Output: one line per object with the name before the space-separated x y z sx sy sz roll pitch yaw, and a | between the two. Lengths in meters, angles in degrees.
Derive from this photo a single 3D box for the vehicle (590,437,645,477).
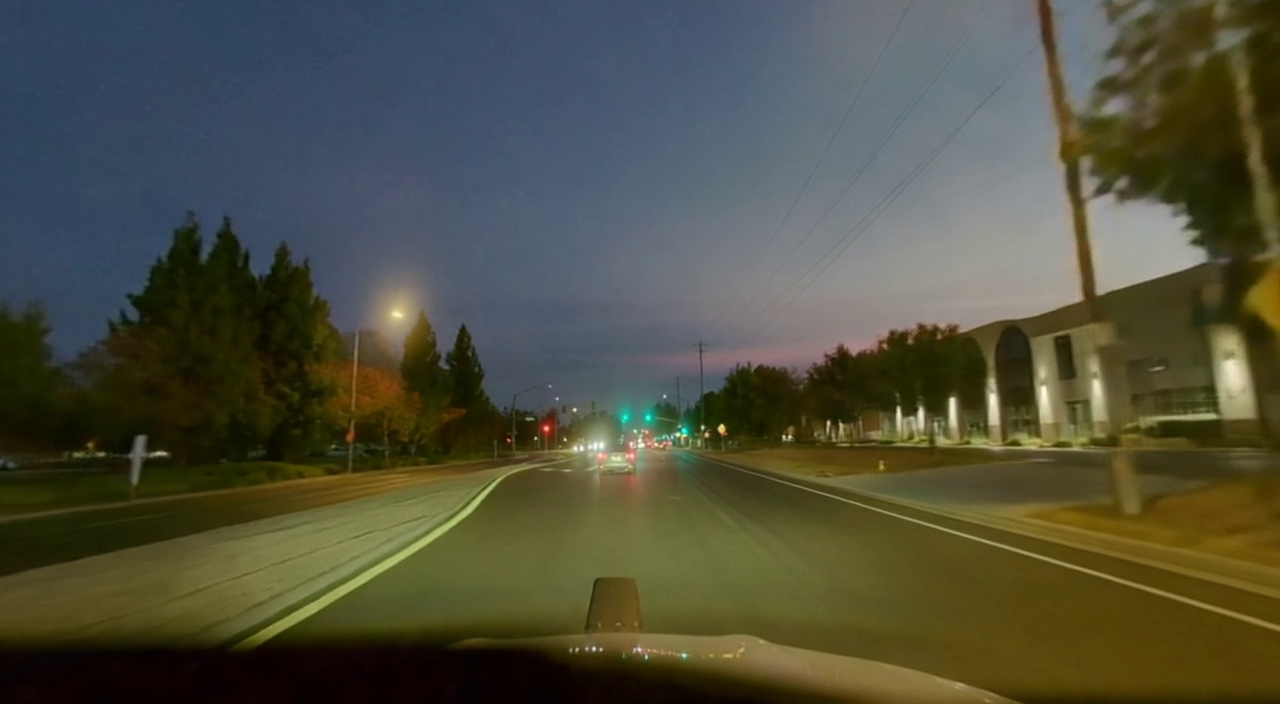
vehicle | -0.868 4.254 25.792 2.075 1.470 3.962 0 -8 0
